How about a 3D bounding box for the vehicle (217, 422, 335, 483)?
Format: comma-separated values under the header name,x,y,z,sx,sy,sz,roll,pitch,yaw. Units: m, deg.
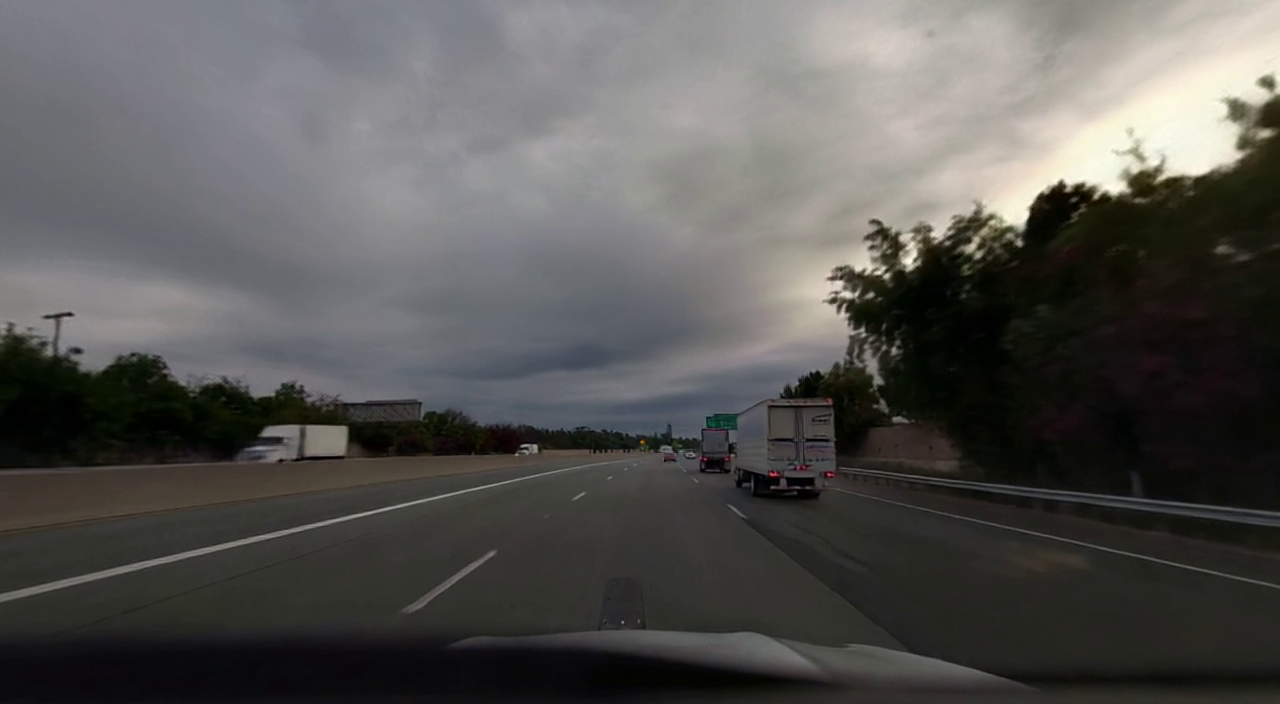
name,x,y,z,sx,sy,sz,roll,pitch,yaw
vehicle,-18.251,5.085,32.057,2.240,2.748,5.884,-1,-9,2
